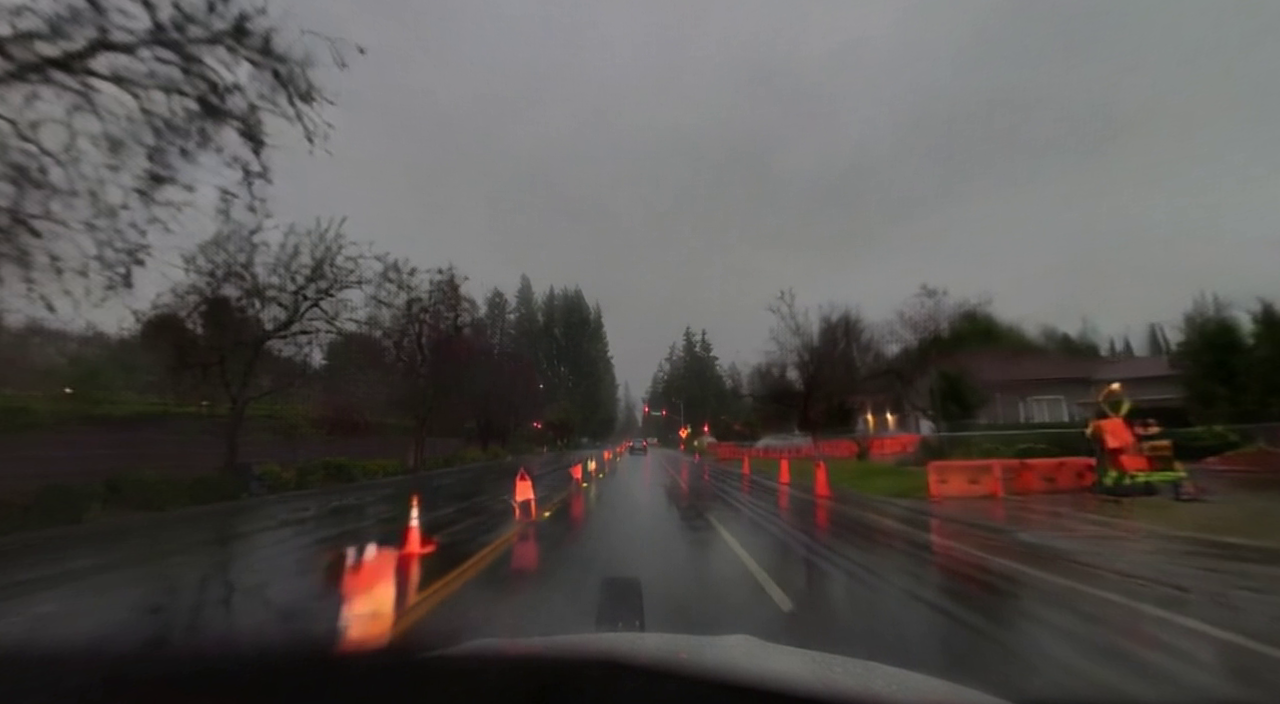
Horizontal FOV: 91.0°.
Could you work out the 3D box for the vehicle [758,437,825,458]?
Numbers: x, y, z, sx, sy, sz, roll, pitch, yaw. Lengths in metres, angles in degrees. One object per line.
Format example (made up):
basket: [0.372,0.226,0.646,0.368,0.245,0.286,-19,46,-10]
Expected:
vehicle: [10.964,6.963,45.874,4.463,1.466,1.813,-1,-9,5]
